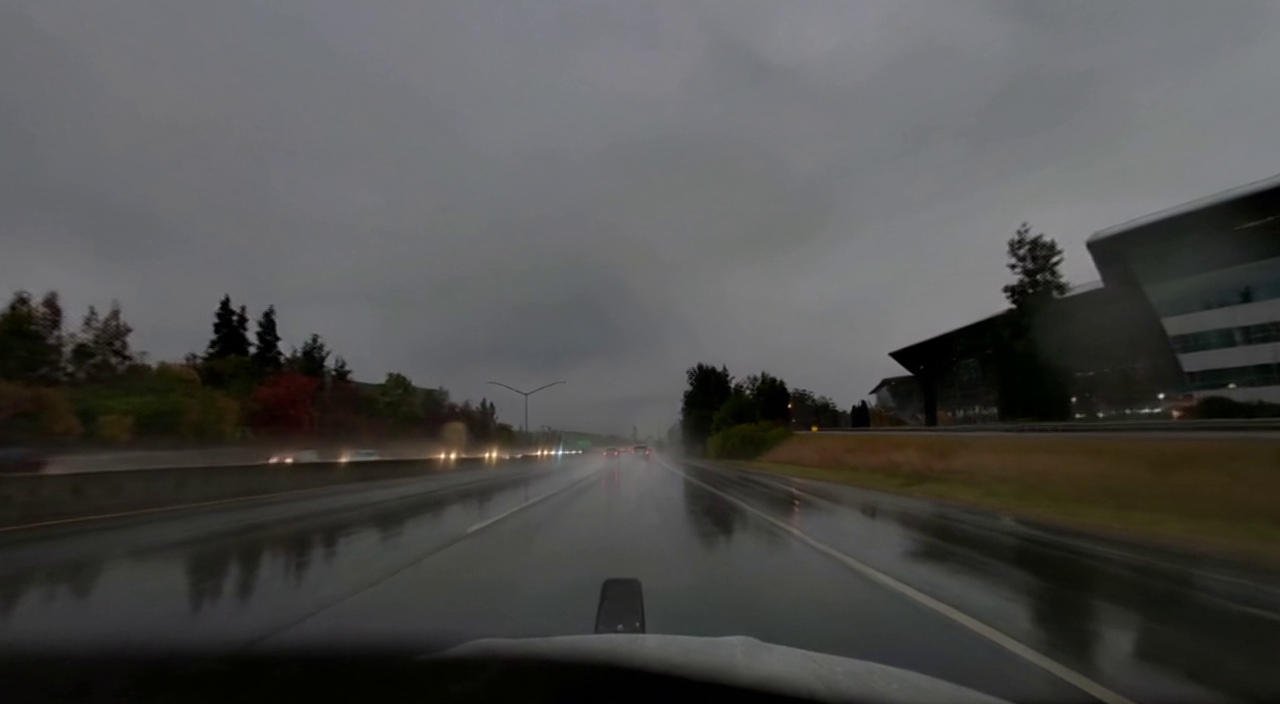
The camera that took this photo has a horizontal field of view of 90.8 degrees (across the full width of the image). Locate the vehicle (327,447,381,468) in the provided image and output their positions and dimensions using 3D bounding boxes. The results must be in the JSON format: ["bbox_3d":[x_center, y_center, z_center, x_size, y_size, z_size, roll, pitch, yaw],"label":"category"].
[{"bbox_3d":[-21.679,8.022,48.098,1.826,1.466,4.630,-1,-9,1],"label":"vehicle"}]
